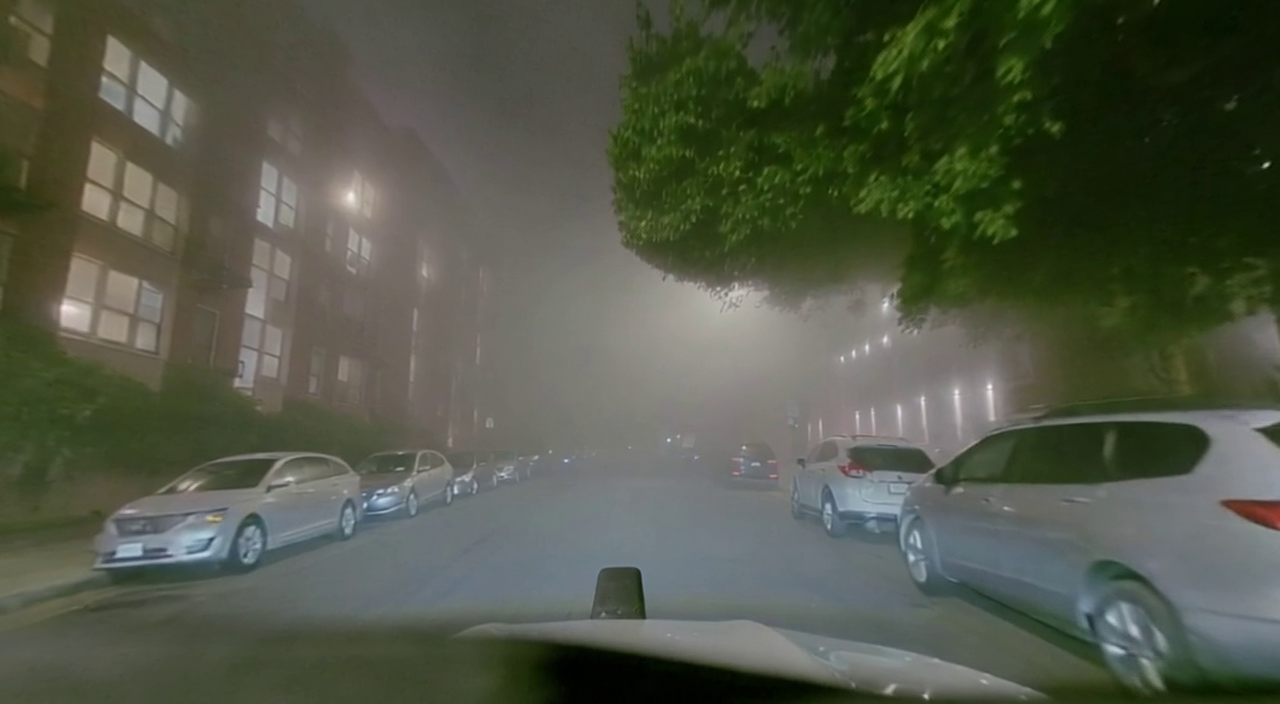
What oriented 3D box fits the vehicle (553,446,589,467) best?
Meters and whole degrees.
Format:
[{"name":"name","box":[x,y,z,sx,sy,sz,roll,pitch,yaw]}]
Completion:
[{"name":"vehicle","box":[-5.093,7.764,47.211,2.080,1.458,4.511,0,-8,1]}]

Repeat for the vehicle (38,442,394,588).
[{"name":"vehicle","box":[-5.218,2.000,8.711,1.772,1.466,4.342,0,-8,2]}]

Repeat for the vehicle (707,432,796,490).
[{"name":"vehicle","box":[3.748,3.769,22.223,2.082,1.809,4.998,0,-8,-1]}]

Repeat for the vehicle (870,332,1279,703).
[{"name":"vehicle","box":[3.639,1.158,4.637,2.093,1.801,4.788,2,-8,0]}]
